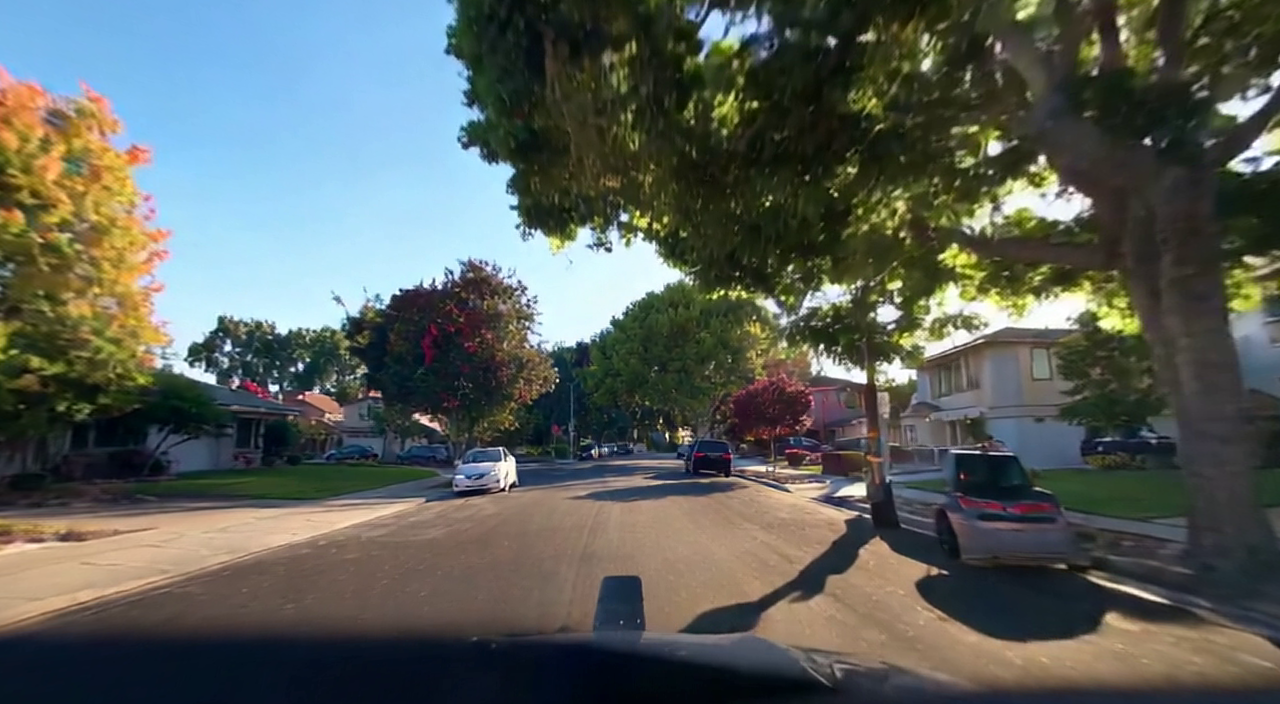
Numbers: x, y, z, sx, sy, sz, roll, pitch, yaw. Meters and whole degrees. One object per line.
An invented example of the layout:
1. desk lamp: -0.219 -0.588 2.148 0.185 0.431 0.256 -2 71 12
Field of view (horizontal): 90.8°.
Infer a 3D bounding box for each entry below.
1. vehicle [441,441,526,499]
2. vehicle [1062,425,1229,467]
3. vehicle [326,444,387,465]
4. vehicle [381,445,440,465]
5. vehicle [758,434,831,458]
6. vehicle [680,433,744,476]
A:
1. vehicle: -4.839 3.670 20.206 1.981 1.463 4.631 0 -7 -6
2. vehicle: 18.825 3.519 23.708 4.484 1.492 2.071 0 -8 0
3. vehicle: -21.233 7.691 47.389 3.610 1.501 1.814 0 -8 3
4. vehicle: -17.114 7.717 47.245 3.734 1.441 1.756 0 -8 3
5. vehicle: 11.151 6.822 45.872 4.781 1.700 1.914 1 -8 -4
6. vehicle: 3.245 4.771 29.635 2.228 1.813 4.901 0 -8 -2
